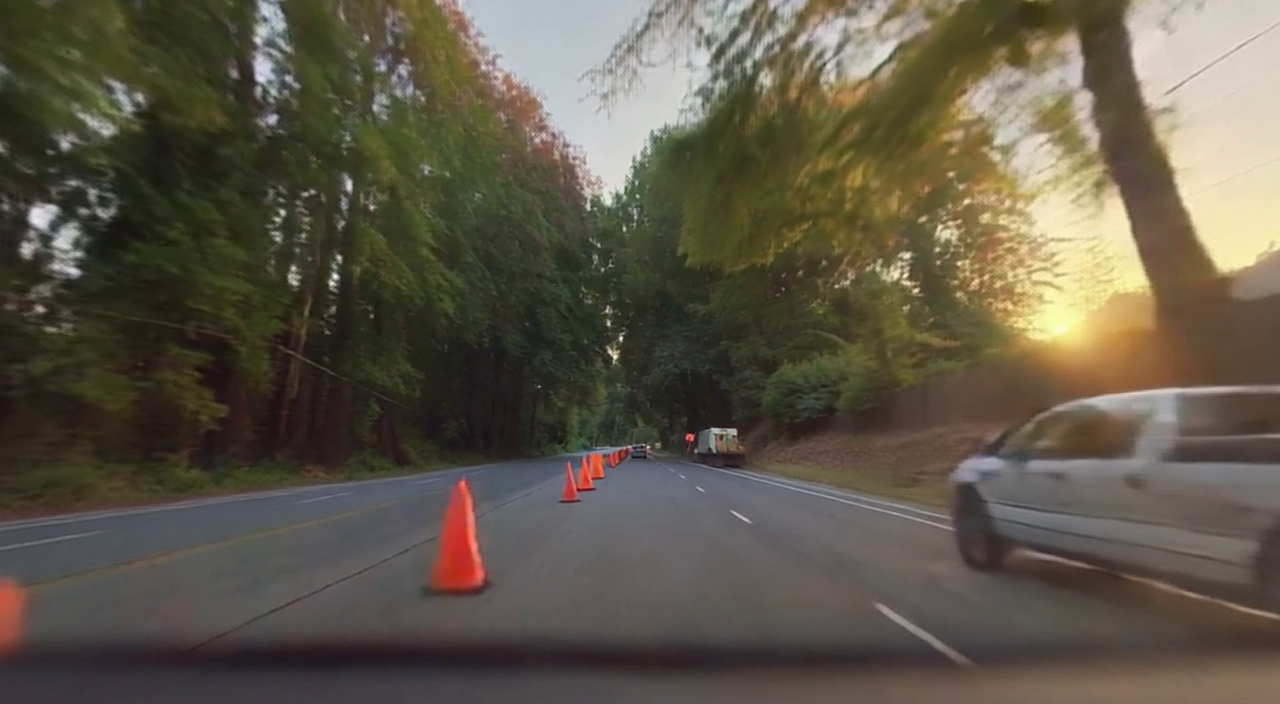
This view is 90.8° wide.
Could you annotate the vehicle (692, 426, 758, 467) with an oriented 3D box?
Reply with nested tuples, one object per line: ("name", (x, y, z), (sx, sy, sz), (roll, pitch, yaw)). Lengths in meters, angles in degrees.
("vehicle", (6.317, 7.142, 47.674), (2.390, 2.899, 4.603), (6, -10, -35))

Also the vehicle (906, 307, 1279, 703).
("vehicle", (4.724, 1.115, 4.700), (2.694, 2.177, 6.177), (1, -10, -1))
